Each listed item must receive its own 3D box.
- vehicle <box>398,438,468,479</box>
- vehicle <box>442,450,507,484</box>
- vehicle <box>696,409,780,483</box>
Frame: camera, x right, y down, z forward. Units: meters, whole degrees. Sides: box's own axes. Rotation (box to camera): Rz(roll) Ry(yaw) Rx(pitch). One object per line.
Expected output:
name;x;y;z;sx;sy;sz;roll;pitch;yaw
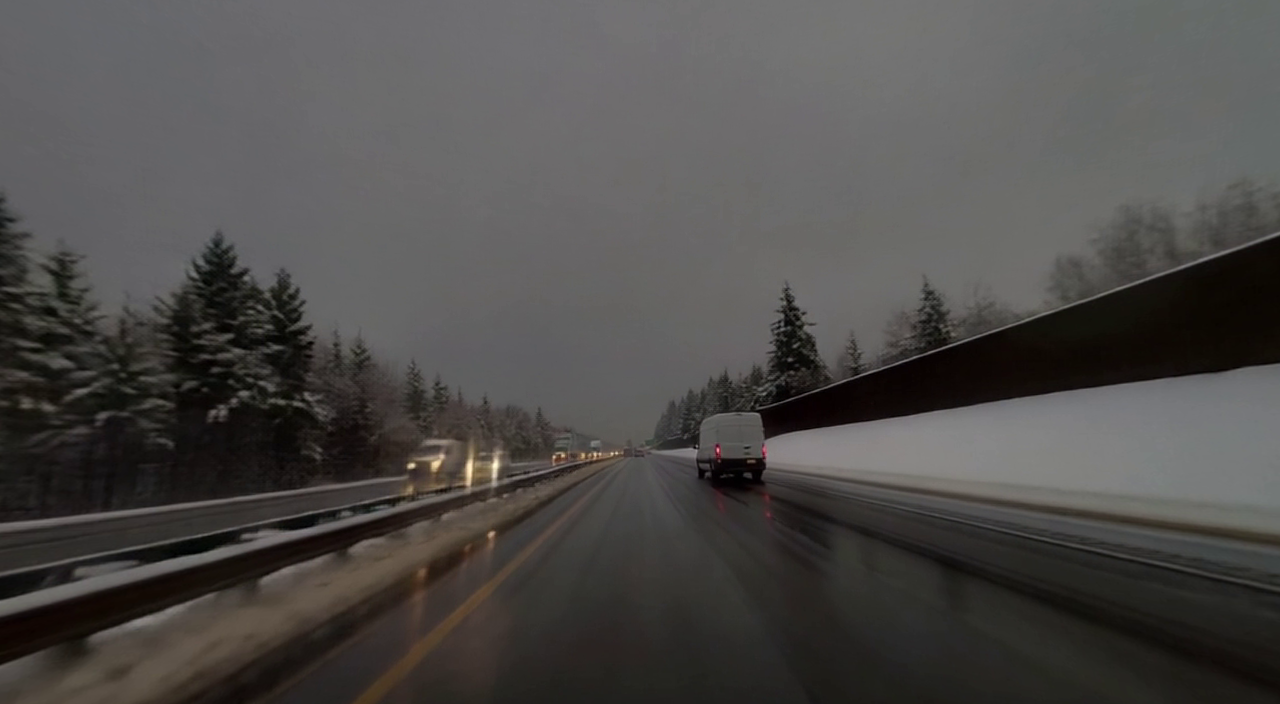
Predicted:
vehicle;-12.981;6.711;39.922;2.364;2.387;6.068;0;-9;0
vehicle;-8.355;5.813;32.160;2.157;1.583;4.227;0;-9;1
vehicle;4.072;4.128;27.574;2.449;2.805;6.763;0;-9;-1
